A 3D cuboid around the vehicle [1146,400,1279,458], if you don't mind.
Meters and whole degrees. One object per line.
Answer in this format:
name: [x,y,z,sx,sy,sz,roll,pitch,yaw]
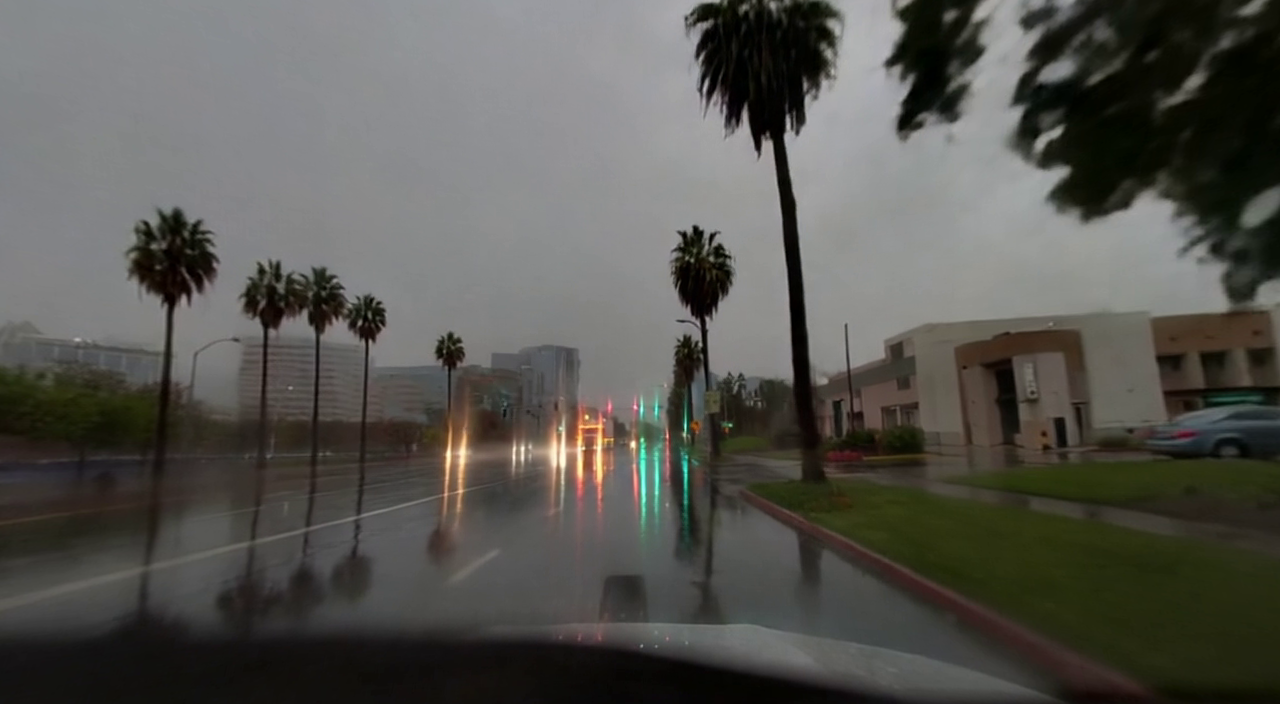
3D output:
vehicle: [16.218,2.068,16.820,3.945,1.463,1.684,1,-8,-6]
